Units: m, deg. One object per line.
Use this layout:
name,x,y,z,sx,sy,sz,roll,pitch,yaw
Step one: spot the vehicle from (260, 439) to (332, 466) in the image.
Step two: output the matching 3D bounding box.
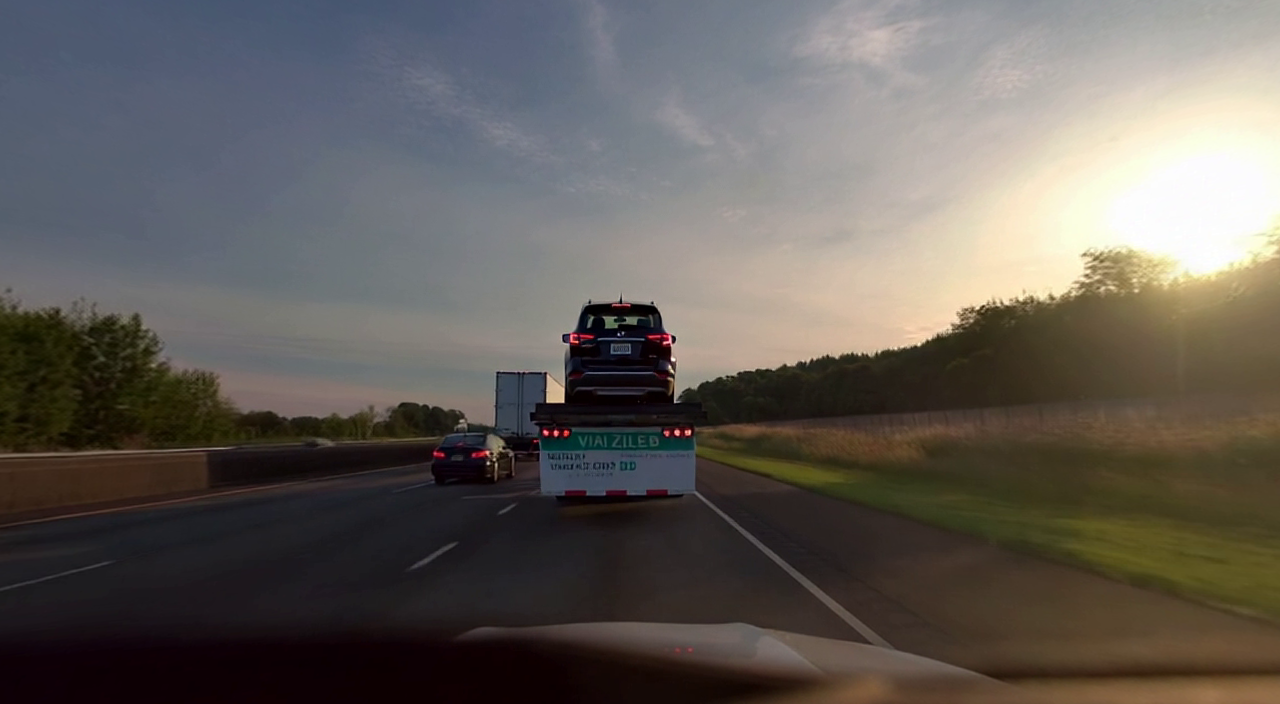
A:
vehicle,-20.766,6.071,38.257,1.860,1.465,4.608,0,-7,-1

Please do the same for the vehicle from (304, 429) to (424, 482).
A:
vehicle,-8.931,3.361,20.938,1.897,1.524,4.790,0,-7,-1

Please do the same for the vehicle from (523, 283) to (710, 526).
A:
vehicle,-0.453,1.339,14.001,2.738,3.628,9.223,0,-7,-1

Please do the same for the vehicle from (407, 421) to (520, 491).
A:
vehicle,-4.697,2.799,17.467,1.914,1.675,4.331,0,-7,0
